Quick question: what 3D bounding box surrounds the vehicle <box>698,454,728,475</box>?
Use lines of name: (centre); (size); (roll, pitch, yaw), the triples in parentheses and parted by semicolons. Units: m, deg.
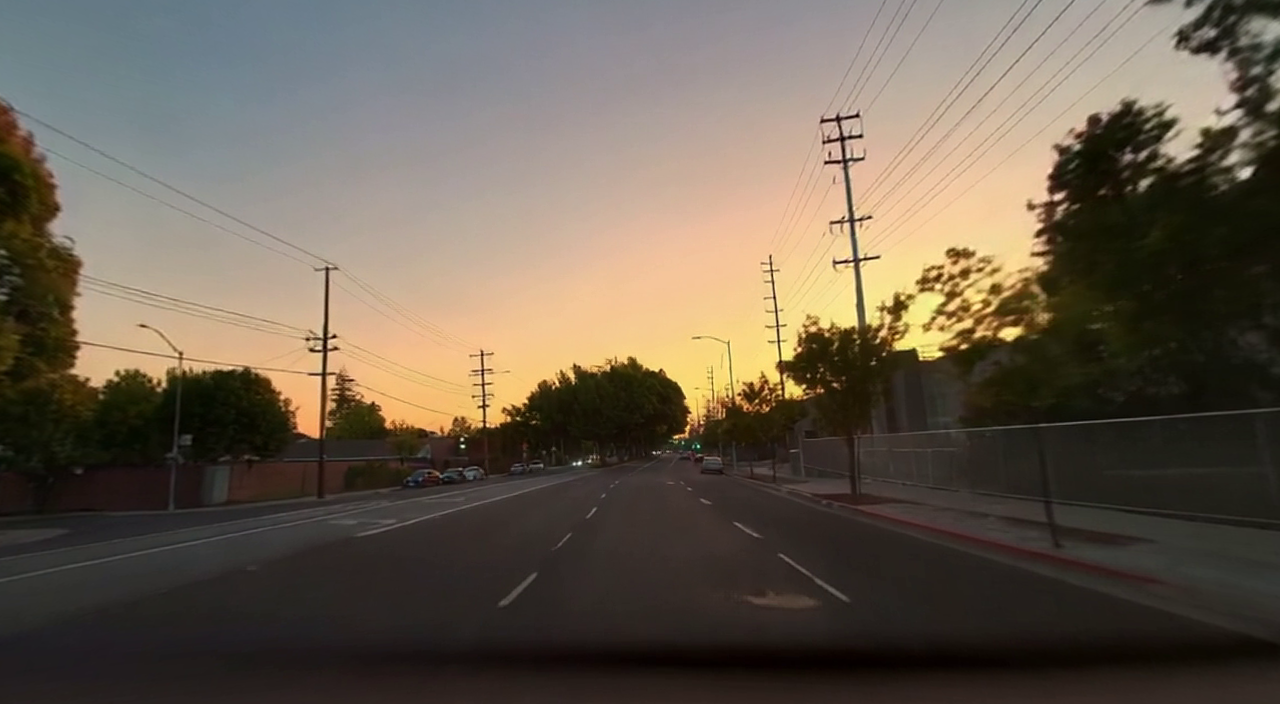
vehicle: (5.669, 8.784, 49.629); (2.002, 1.459, 4.357); (-1, -9, 2)

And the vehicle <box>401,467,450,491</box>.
vehicle: (-16.270, 9.631, 48.164); (1.892, 1.515, 4.622); (-7, -11, 2)
